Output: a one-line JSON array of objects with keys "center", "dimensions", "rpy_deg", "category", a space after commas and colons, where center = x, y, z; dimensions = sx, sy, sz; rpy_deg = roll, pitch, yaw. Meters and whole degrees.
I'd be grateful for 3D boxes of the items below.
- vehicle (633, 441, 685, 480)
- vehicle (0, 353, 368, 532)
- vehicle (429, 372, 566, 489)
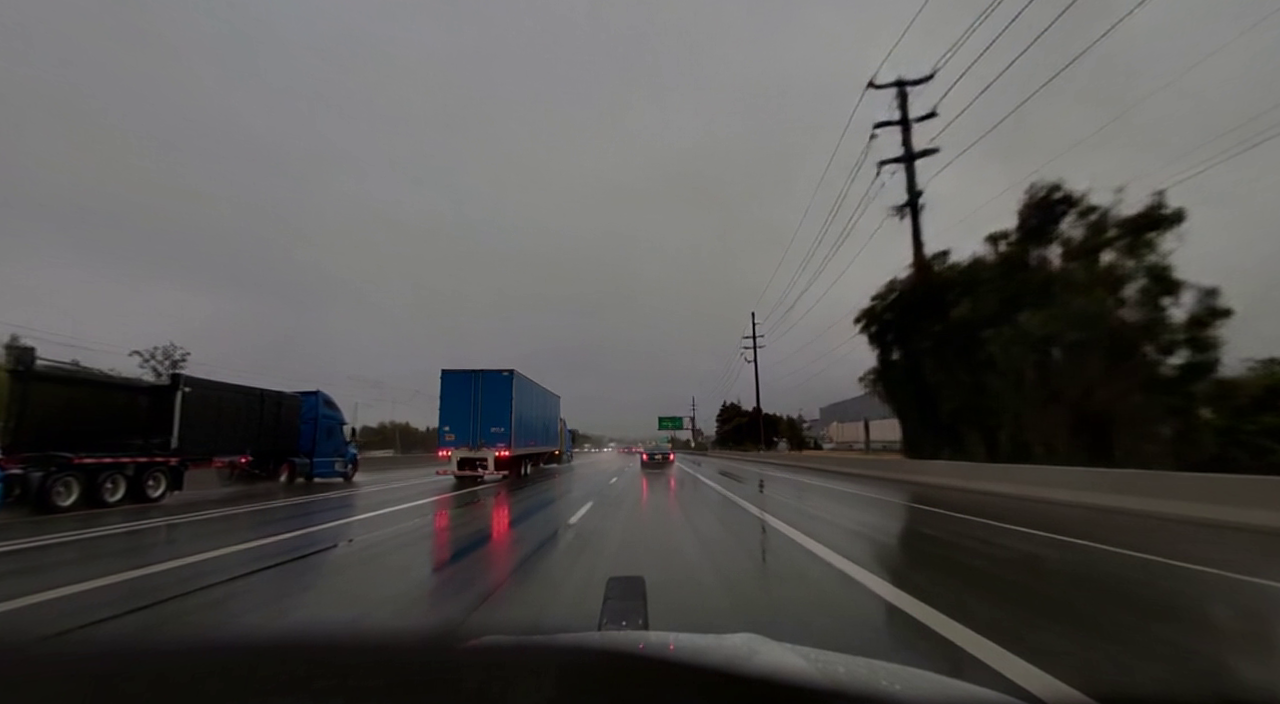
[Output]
[{"center": [0.745, 4.604, 27.035], "dimensions": [2.055, 1.514, 4.323], "rpy_deg": [0, -8, 0], "category": "vehicle"}, {"center": [-10.494, 2.284, 15.923], "dimensions": [2.896, 3.140, 9.491], "rpy_deg": [0, -8, 1], "category": "vehicle"}, {"center": [-5.861, 3.861, 29.774], "dimensions": [2.907, 4.081, 15.311], "rpy_deg": [0, -8, 0], "category": "vehicle"}]
